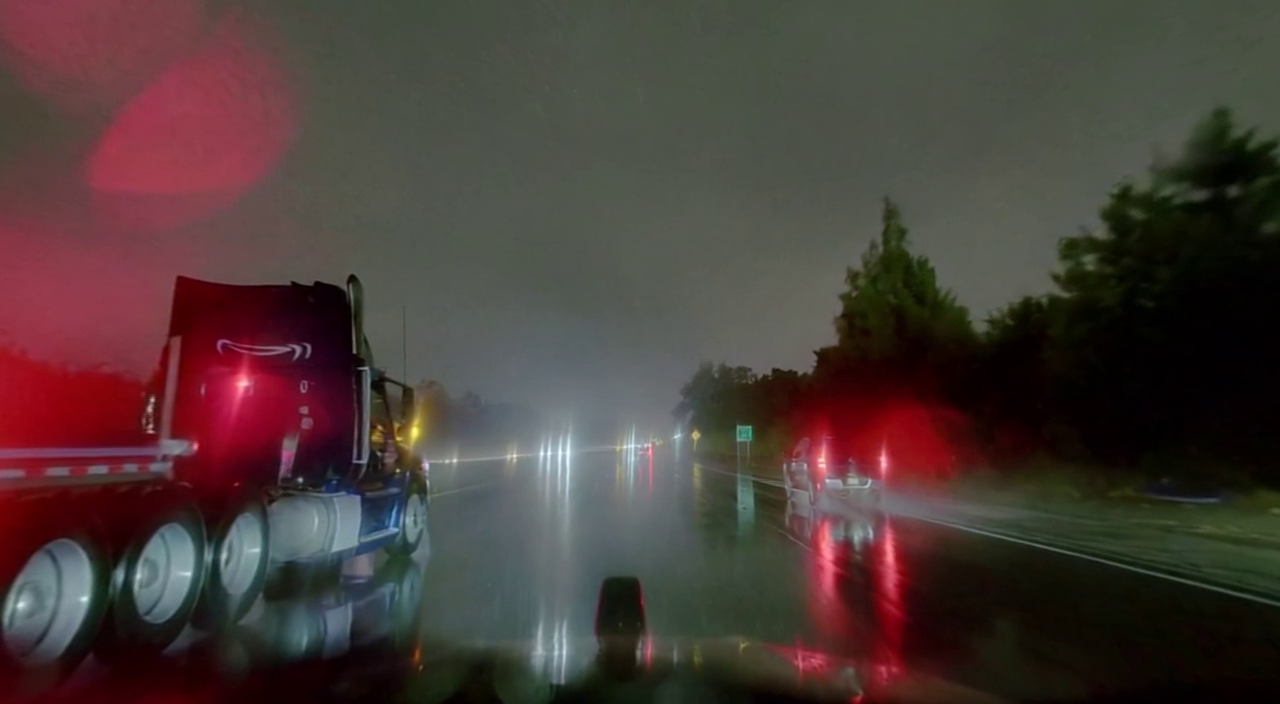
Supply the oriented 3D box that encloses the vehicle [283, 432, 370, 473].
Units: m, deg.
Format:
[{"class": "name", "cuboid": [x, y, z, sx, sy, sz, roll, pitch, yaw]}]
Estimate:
[{"class": "vehicle", "cuboid": [-18.587, 5.998, 37.814, 2.176, 2.251, 5.723, 0, -9, 0]}]
